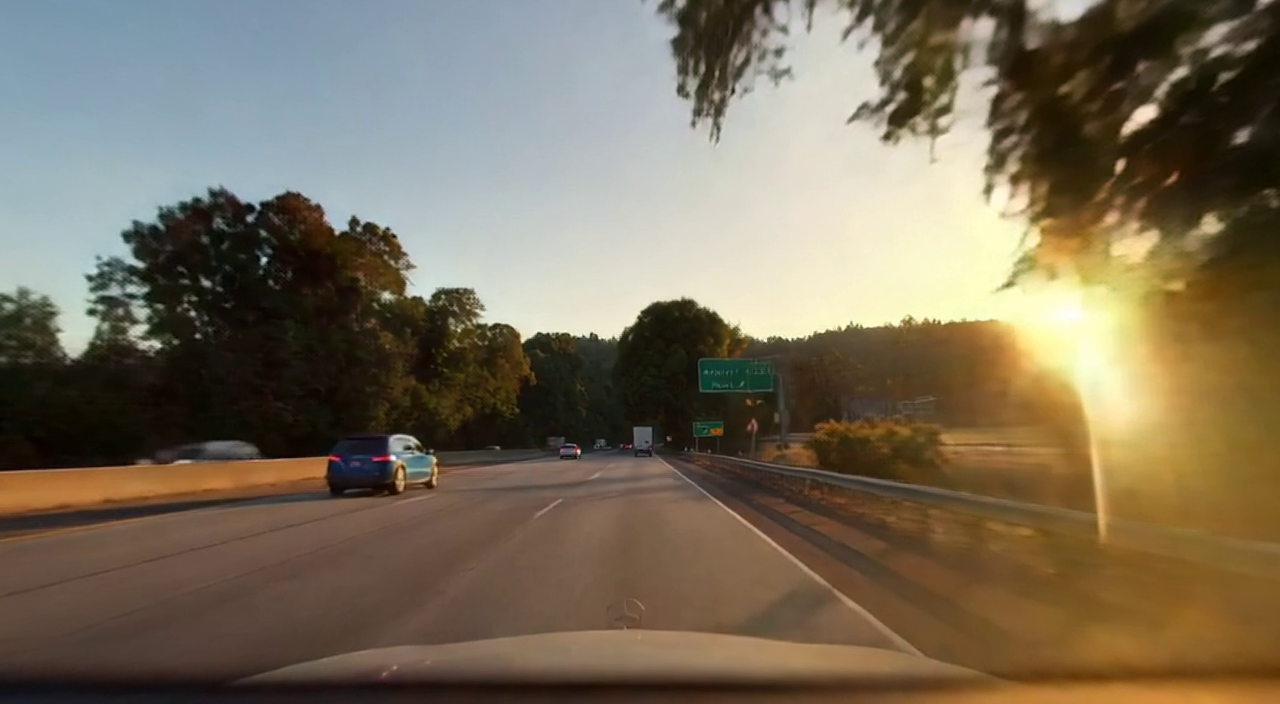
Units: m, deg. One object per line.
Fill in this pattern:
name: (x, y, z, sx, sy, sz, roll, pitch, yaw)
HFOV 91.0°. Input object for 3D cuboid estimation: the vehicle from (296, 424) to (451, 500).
vehicle: (-7.170, 3.013, 17.652, 2.253, 1.815, 4.618, 0, -9, 1)

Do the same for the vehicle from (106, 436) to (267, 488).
vehicle: (-17.725, 4.311, 25.122, 2.195, 1.799, 5.589, 0, -9, 1)
